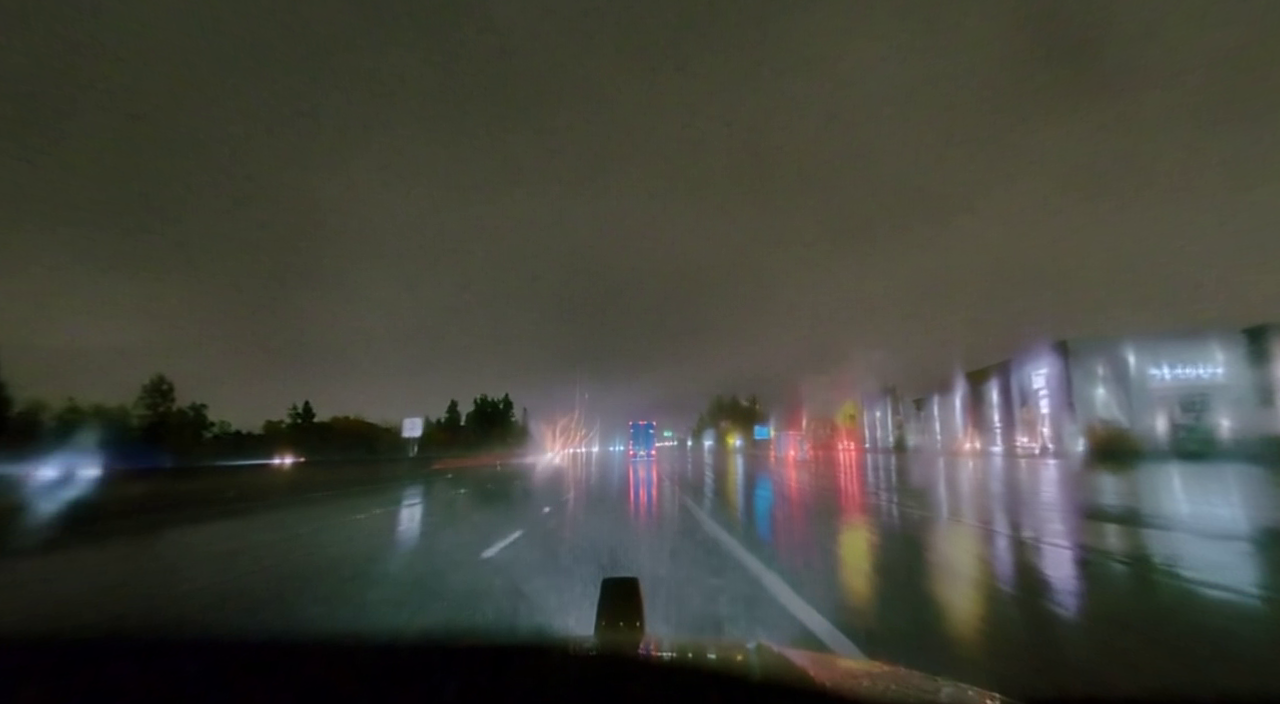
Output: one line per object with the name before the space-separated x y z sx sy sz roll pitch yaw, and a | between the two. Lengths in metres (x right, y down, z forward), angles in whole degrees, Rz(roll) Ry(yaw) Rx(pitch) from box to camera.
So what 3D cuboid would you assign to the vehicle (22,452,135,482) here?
vehicle | -30.882 6.319 34.881 1.813 1.512 4.782 0 -9 1
